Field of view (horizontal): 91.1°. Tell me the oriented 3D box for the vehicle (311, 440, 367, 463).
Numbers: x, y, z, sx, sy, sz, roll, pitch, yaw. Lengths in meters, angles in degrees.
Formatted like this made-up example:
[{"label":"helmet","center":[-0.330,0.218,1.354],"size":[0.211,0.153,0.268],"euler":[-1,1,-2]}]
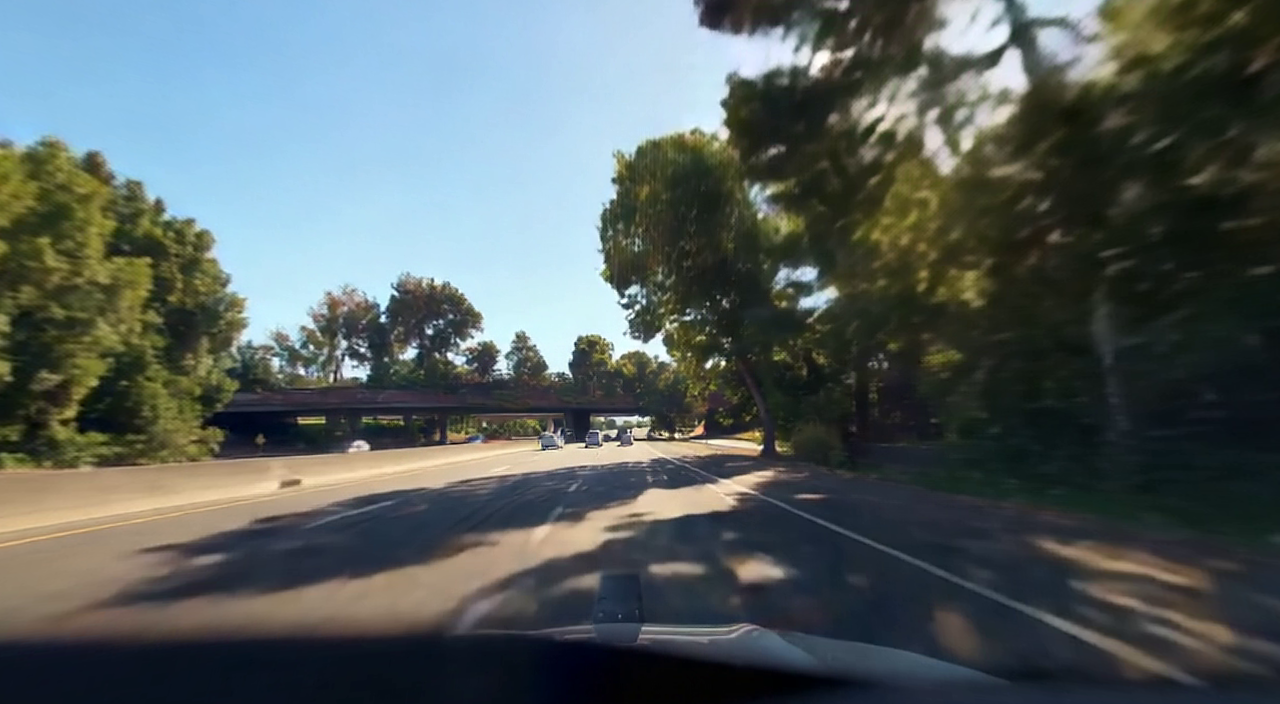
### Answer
[{"label":"vehicle","center":[-20.851,6.903,43.737],"size":[1.848,1.457,4.428],"euler":[0,-8,-2]}]
